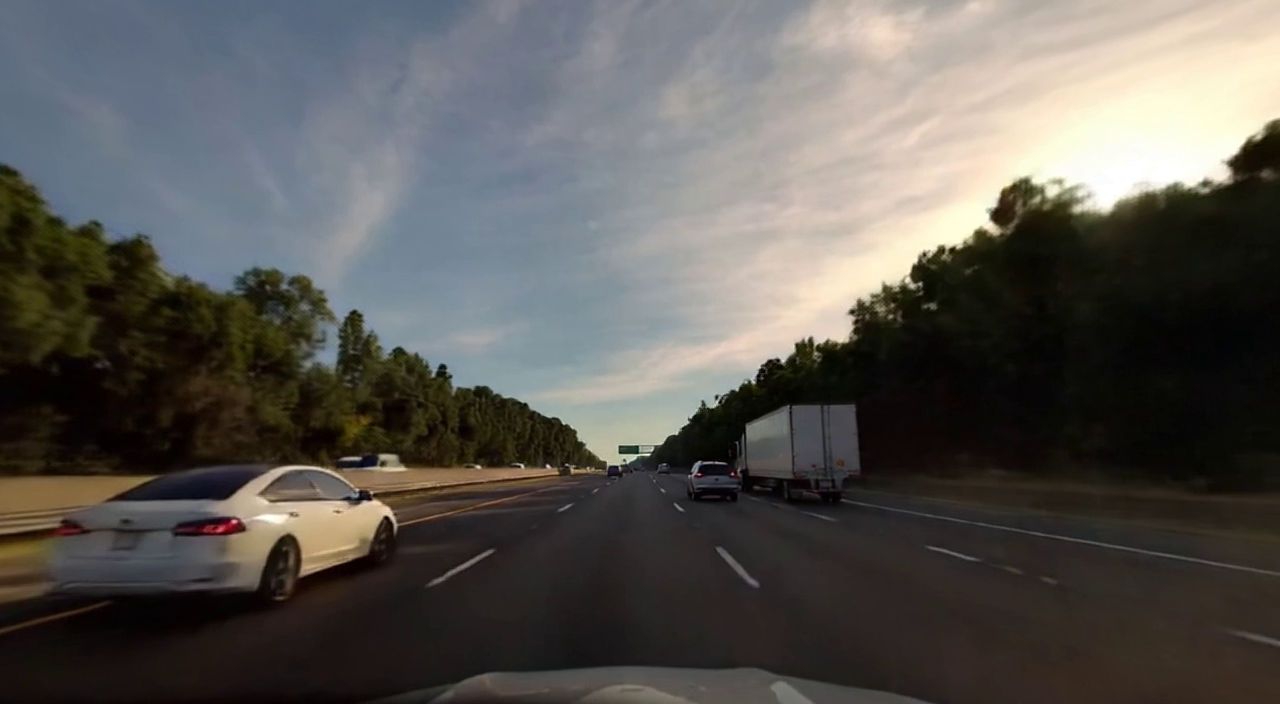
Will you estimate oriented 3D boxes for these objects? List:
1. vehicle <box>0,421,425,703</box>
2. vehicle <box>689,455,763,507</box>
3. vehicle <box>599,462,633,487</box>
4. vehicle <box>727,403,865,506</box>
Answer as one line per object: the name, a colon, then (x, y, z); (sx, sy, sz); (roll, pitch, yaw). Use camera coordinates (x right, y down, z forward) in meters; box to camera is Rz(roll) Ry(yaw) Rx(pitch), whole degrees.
vehicle: (-3.794, 1.522, 5.588); (2.065, 1.485, 4.682); (1, -10, 0)
vehicle: (3.115, 4.792, 23.645); (2.050, 1.708, 4.457); (1, -10, -1)
vehicle: (-1.527, 8.123, 41.817); (2.025, 1.547, 4.150); (1, -10, 0)
vehicle: (7.503, 5.690, 34.092); (2.861, 4.086, 17.499); (1, -10, -1)
